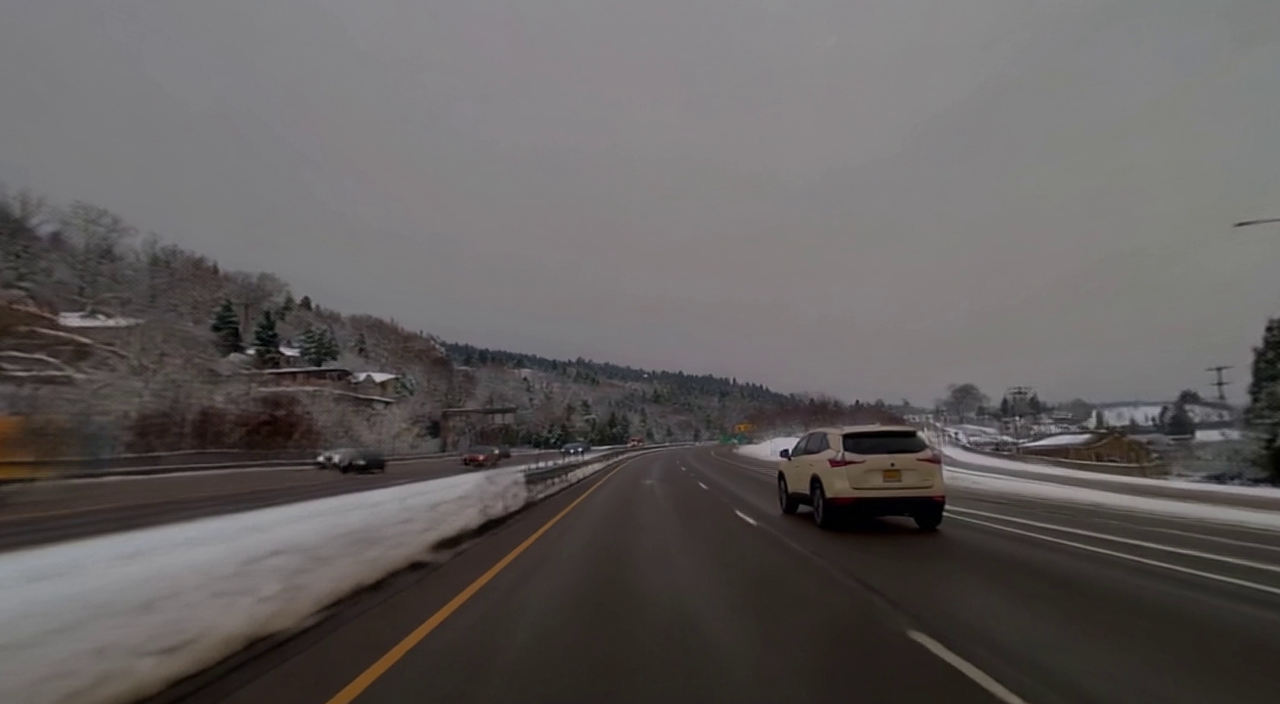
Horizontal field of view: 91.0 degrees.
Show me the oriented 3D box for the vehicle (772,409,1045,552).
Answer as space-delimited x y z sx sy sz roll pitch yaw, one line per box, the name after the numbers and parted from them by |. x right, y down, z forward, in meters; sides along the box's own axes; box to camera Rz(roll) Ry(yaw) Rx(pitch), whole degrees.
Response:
3.857 1.950 10.238 2.318 1.766 4.587 0 -9 -1 | vehicle

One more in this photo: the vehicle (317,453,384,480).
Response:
-17.552 6.934 38.414 1.874 1.479 4.503 -1 -9 1 | vehicle
